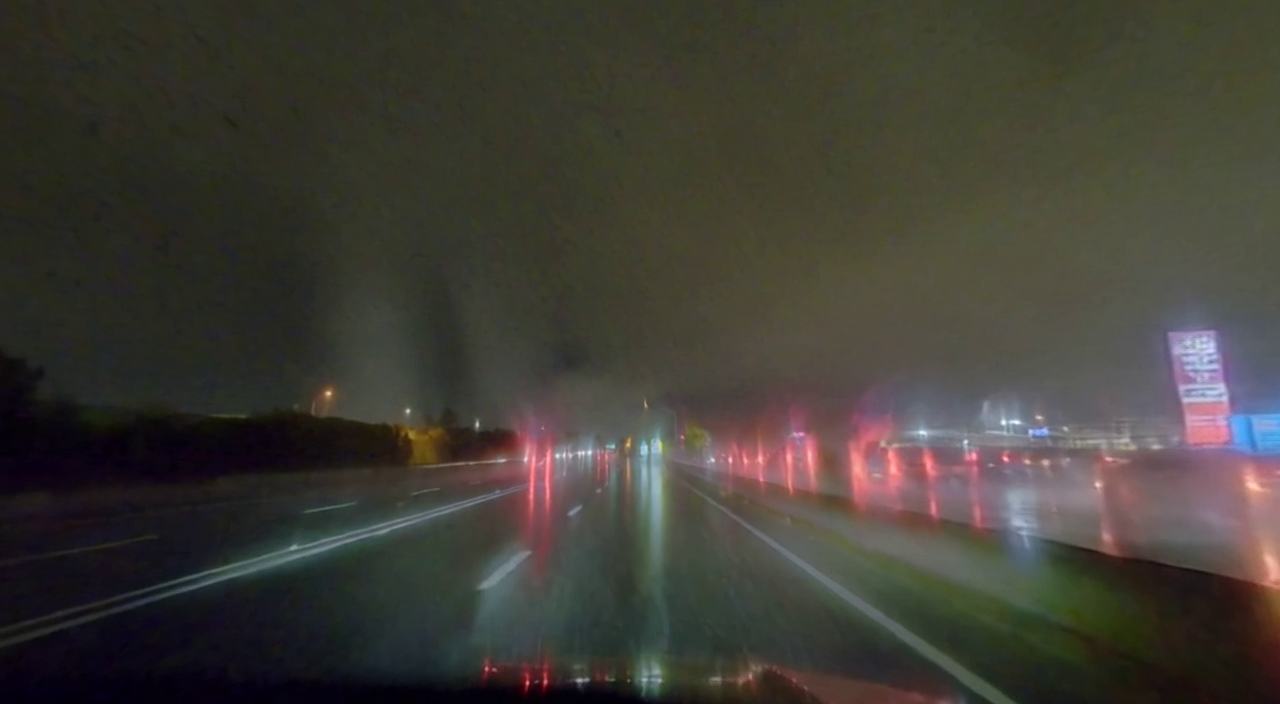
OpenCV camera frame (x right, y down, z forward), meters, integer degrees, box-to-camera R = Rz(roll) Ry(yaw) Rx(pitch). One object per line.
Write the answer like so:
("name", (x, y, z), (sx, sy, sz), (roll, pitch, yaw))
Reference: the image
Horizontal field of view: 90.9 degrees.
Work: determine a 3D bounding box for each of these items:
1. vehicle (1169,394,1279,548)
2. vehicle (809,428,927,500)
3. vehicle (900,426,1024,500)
("vehicle", (15.889, 2.423, 12.524), (2.635, 3.459, 9.104), (0, -9, -1))
("vehicle", (12.787, 6.412, 36.799), (2.941, 3.578, 10.624), (0, -9, 0))
("vehicle", (18.374, 6.375, 36.875), (2.698, 3.744, 8.974), (0, -9, 2))
